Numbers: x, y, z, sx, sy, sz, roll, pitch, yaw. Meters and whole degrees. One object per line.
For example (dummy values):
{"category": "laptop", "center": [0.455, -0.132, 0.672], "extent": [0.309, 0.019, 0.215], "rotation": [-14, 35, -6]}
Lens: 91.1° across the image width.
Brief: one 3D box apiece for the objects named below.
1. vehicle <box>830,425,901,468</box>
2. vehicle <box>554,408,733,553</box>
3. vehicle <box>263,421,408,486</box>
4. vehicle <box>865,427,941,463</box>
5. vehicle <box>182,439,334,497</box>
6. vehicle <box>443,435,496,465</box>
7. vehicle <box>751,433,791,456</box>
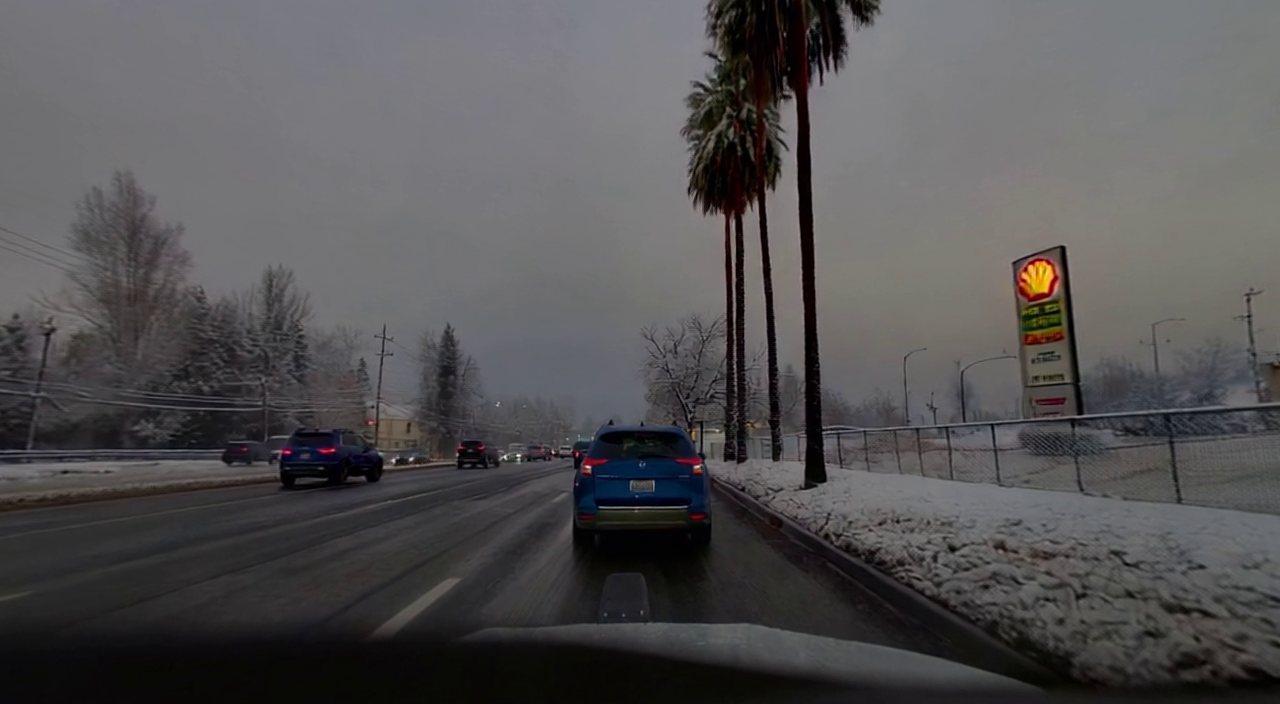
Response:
{"category": "vehicle", "center": [8.280, 3.433, 22.874], "extent": [1.837, 1.416, 3.947], "rotation": [-4, -10, 27]}
{"category": "vehicle", "center": [0.060, 1.820, 9.480], "extent": [2.121, 1.710, 3.893], "rotation": [0, -8, 1]}
{"category": "vehicle", "center": [-10.073, 3.427, 21.412], "extent": [2.269, 1.934, 5.350], "rotation": [0, -8, -1]}
{"category": "vehicle", "center": [12.074, 4.308, 29.065], "extent": [1.681, 1.503, 3.781], "rotation": [1, -9, -3]}
{"category": "vehicle", "center": [-10.079, 3.065, 16.904], "extent": [1.924, 1.384, 3.426], "rotation": [0, -8, 0]}
{"category": "vehicle", "center": [-10.526, 6.073, 39.060], "extent": [1.965, 1.743, 4.327], "rotation": [0, -9, 1]}
{"category": "vehicle", "center": [9.158, 6.489, 44.093], "extent": [1.929, 1.496, 4.245], "rotation": [0, -8, 1]}
